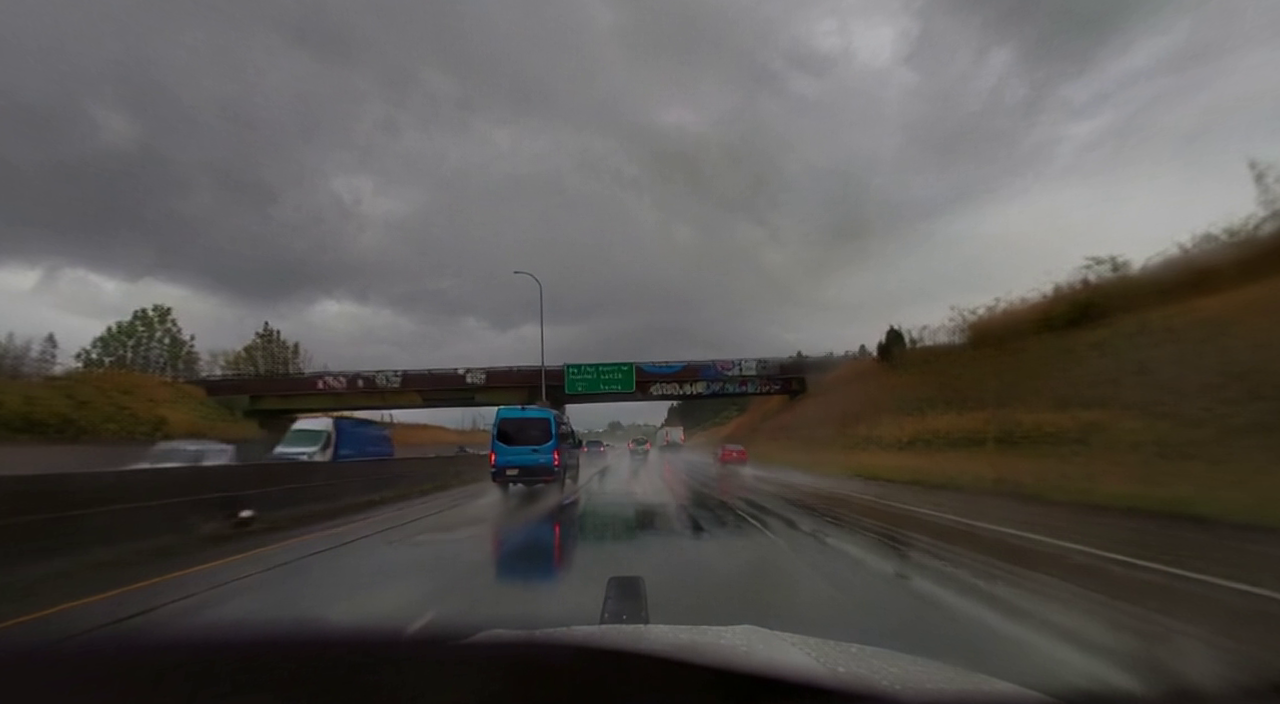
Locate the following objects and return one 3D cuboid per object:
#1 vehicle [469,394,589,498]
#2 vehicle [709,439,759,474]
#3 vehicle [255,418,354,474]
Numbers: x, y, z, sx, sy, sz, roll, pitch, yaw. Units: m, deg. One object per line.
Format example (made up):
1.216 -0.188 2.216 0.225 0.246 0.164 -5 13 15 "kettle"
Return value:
-3.052 2.825 18.921 2.451 2.627 5.868 0 -9 1 "vehicle"
4.793 5.414 32.746 1.936 1.664 4.198 0 -9 0 "vehicle"
-20.627 5.864 39.201 2.846 3.181 5.872 0 -9 0 "vehicle"
